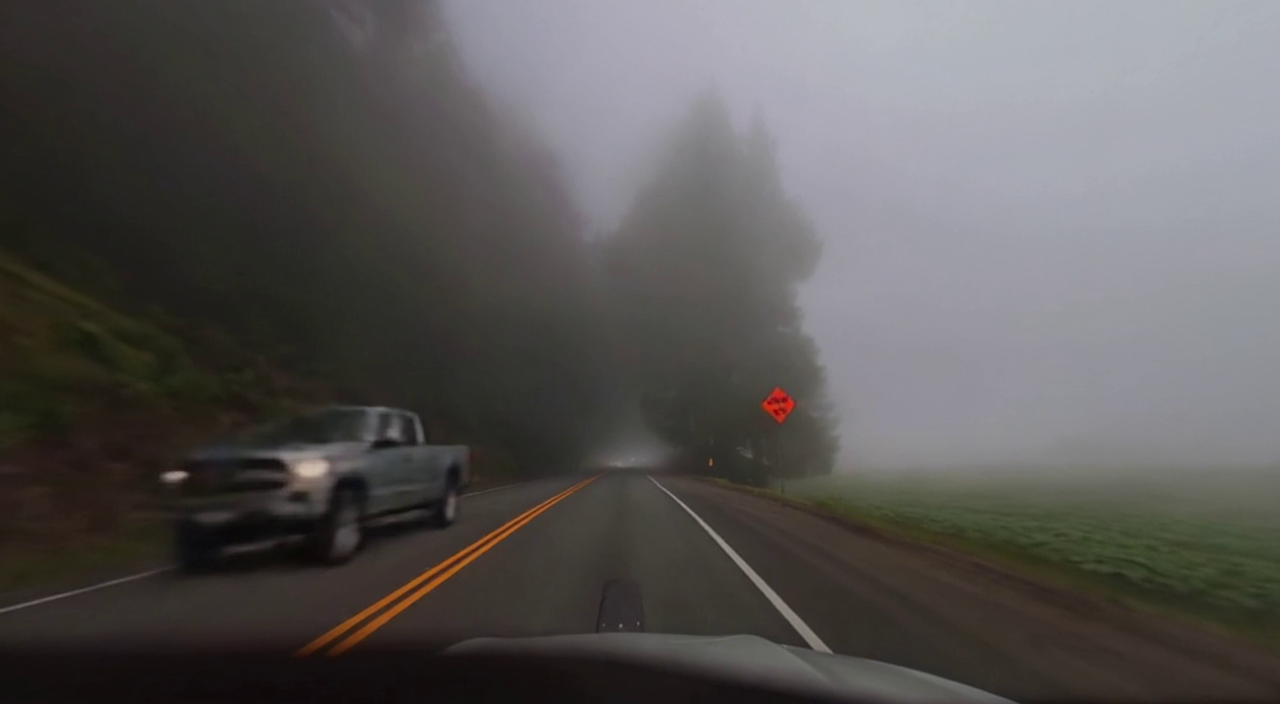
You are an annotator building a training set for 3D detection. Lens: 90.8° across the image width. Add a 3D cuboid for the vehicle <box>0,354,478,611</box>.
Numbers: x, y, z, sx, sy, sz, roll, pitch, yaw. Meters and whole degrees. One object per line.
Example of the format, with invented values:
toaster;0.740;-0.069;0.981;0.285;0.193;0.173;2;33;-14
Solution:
vehicle;-4.259;1.531;8.418;2.638;2.200;5.867;0;-8;0
